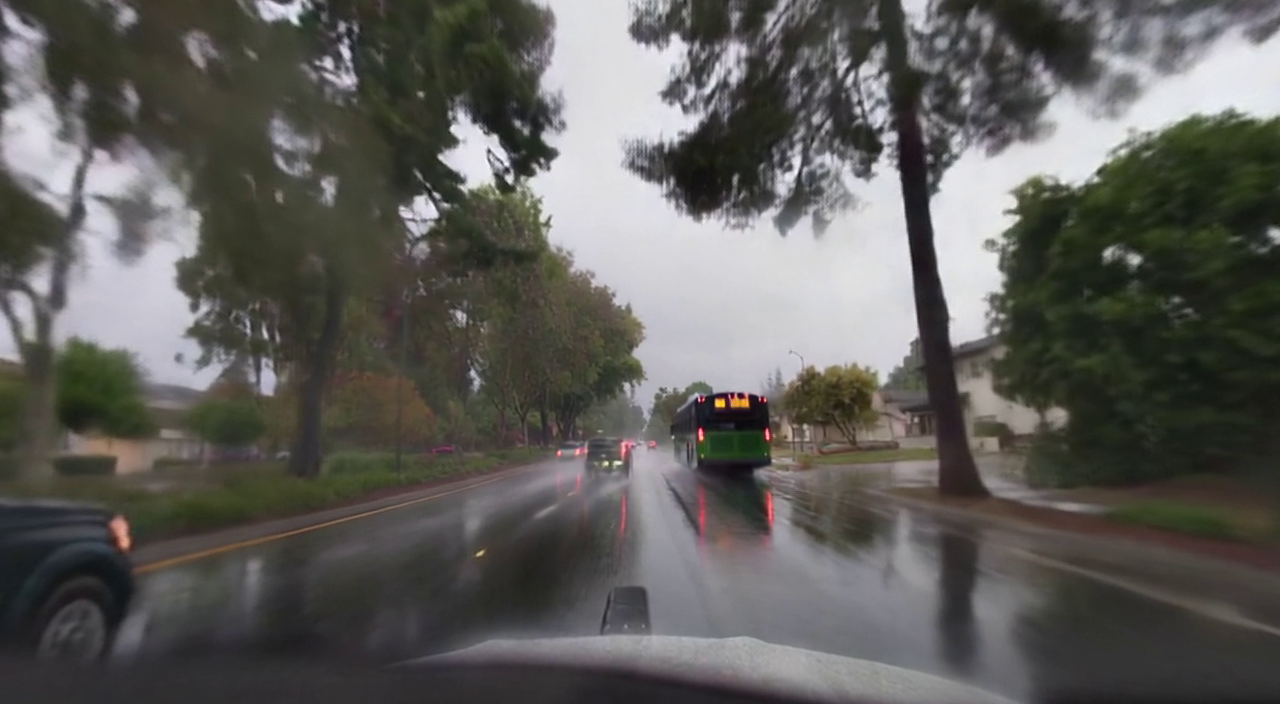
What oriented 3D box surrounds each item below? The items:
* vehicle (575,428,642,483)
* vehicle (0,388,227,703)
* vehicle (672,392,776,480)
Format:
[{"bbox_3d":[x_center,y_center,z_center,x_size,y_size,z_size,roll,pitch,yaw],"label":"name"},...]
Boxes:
[{"bbox_3d":[-1.066,3.921,24.082,2.074,1.849,5.137,0,-8,2],"label":"vehicle"},{"bbox_3d":[-3.986,0.829,2.081,2.109,1.543,4.535,0,-8,1],"label":"vehicle"},{"bbox_3d":[3.443,4.053,29.855,3.059,3.264,12.623,0,-8,-1],"label":"vehicle"}]
